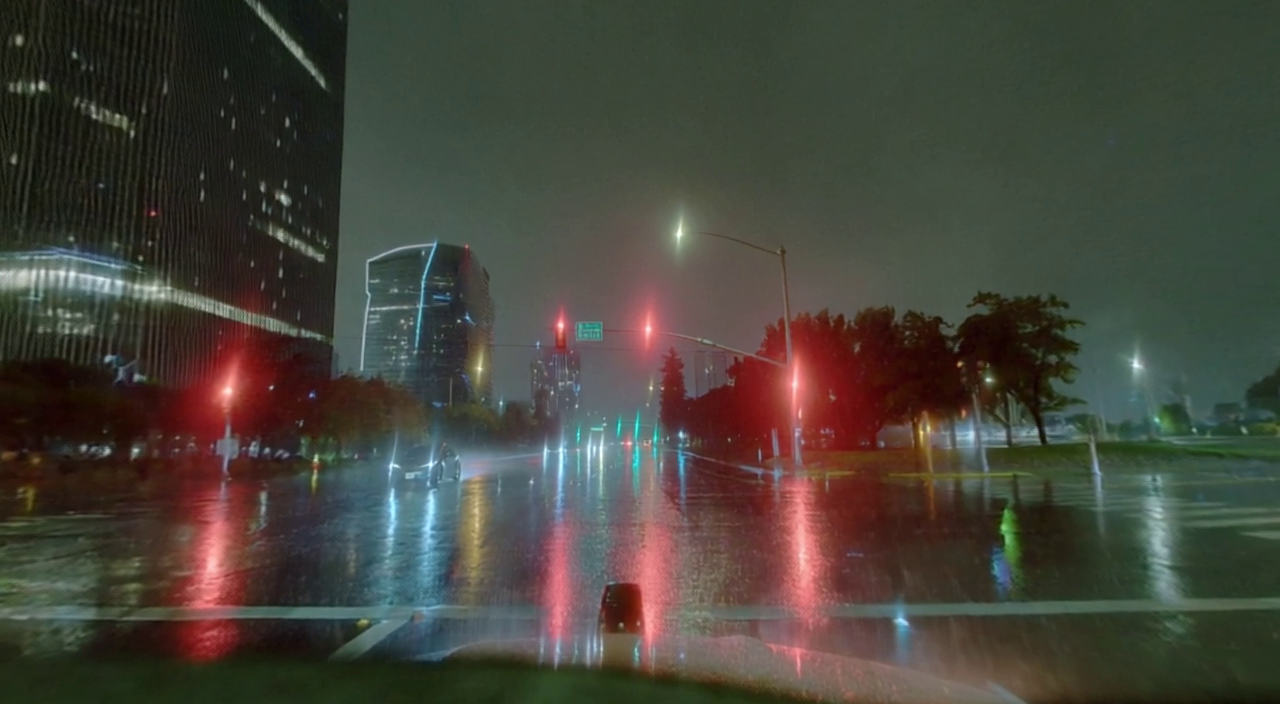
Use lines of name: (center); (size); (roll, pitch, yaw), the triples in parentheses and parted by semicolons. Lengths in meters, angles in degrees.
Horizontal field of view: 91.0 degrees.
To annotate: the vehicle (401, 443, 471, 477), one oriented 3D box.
vehicle: (-11.565, 6.145, 36.080); (2.069, 1.771, 4.947); (0, -9, 3)
